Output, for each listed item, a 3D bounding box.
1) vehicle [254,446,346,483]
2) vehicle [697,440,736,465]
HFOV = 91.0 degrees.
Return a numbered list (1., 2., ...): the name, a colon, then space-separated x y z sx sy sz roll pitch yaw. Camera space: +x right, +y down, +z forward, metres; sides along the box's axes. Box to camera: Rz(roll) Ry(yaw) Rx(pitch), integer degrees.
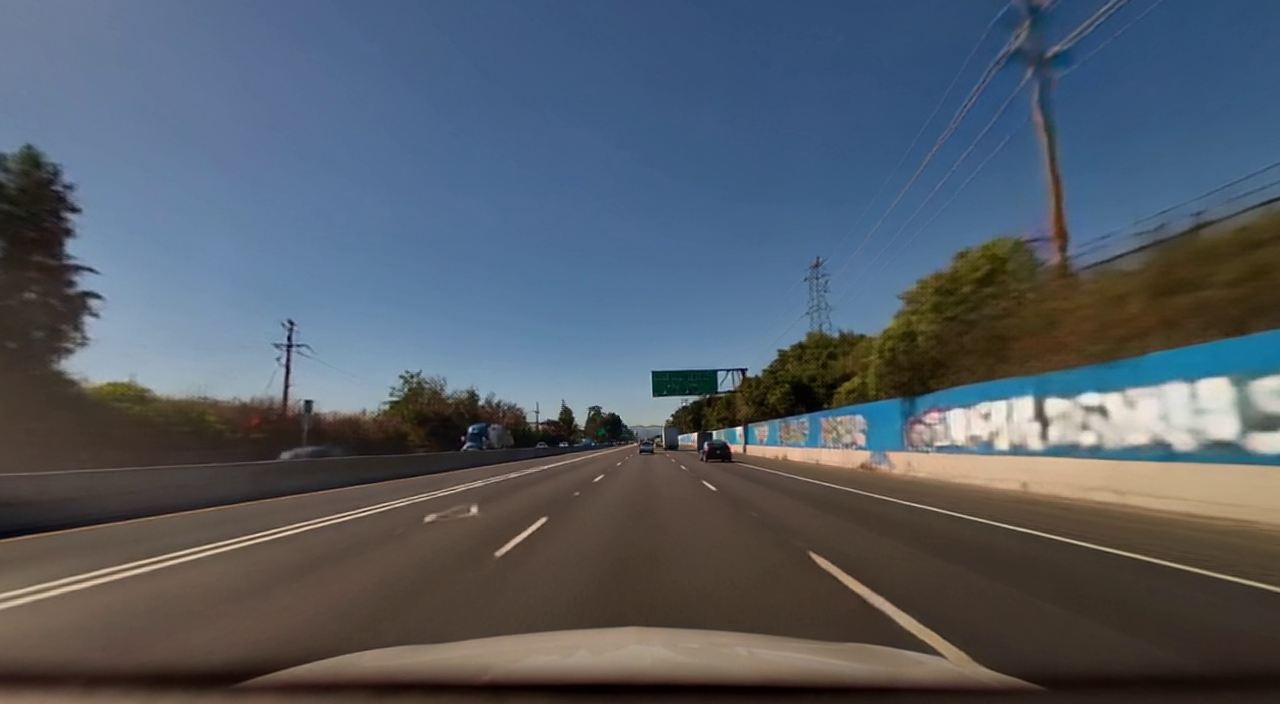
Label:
1. vehicle: -14.765 4.875 27.592 1.824 1.488 3.872 0 -8 1
2. vehicle: 4.863 6.448 40.591 1.991 1.494 3.951 0 -8 0
